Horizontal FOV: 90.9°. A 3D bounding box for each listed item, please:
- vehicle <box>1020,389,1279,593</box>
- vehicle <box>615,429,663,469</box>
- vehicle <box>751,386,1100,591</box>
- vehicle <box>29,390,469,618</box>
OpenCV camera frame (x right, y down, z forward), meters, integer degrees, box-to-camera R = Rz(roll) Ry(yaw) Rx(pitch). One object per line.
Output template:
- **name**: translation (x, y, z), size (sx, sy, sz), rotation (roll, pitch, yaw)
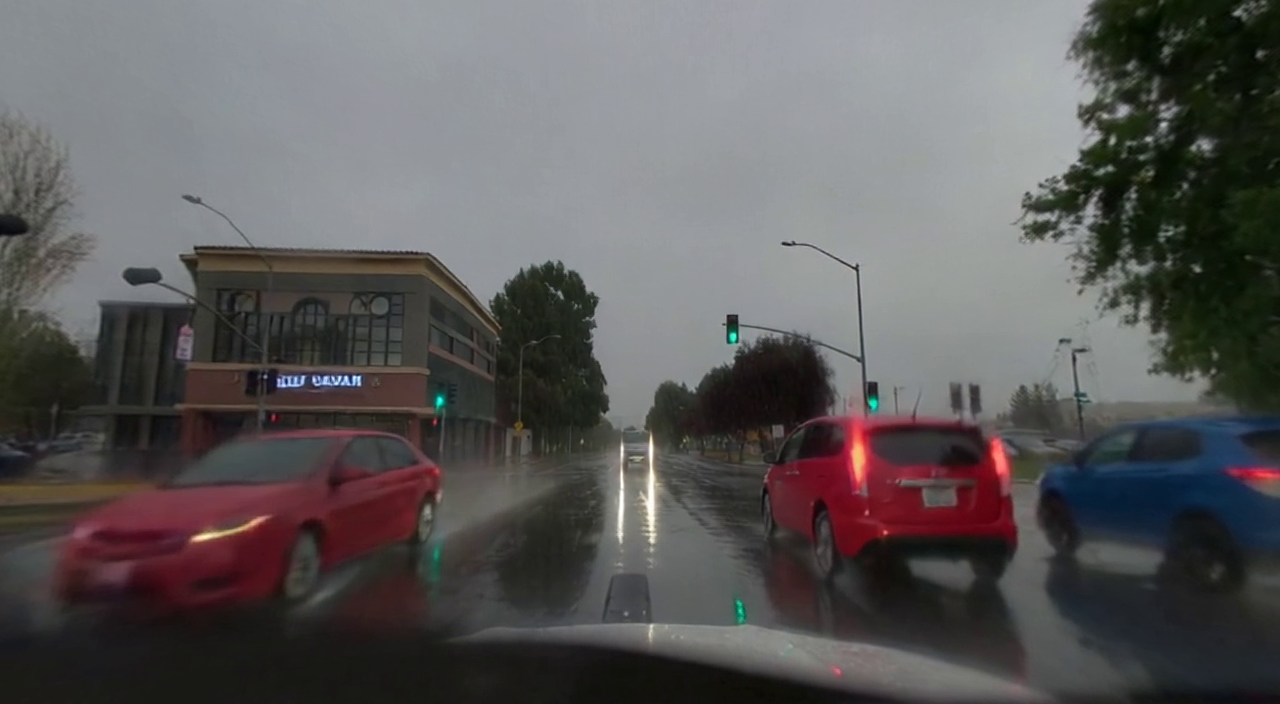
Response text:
- **vehicle**: translation (6.233, 1.362, 6.729), size (1.792, 1.682, 4.089), rotation (0, -8, 1)
- **vehicle**: translation (-0.112, 5.218, 34.007), size (2.390, 1.948, 5.344), rotation (0, -8, -1)
- **vehicle**: translation (2.851, 1.493, 7.800), size (2.048, 1.725, 4.754), rotation (0, -8, 0)
- **vehicle**: translation (-3.446, 1.404, 6.730), size (1.961, 1.658, 4.064), rotation (-1, -8, 2)
